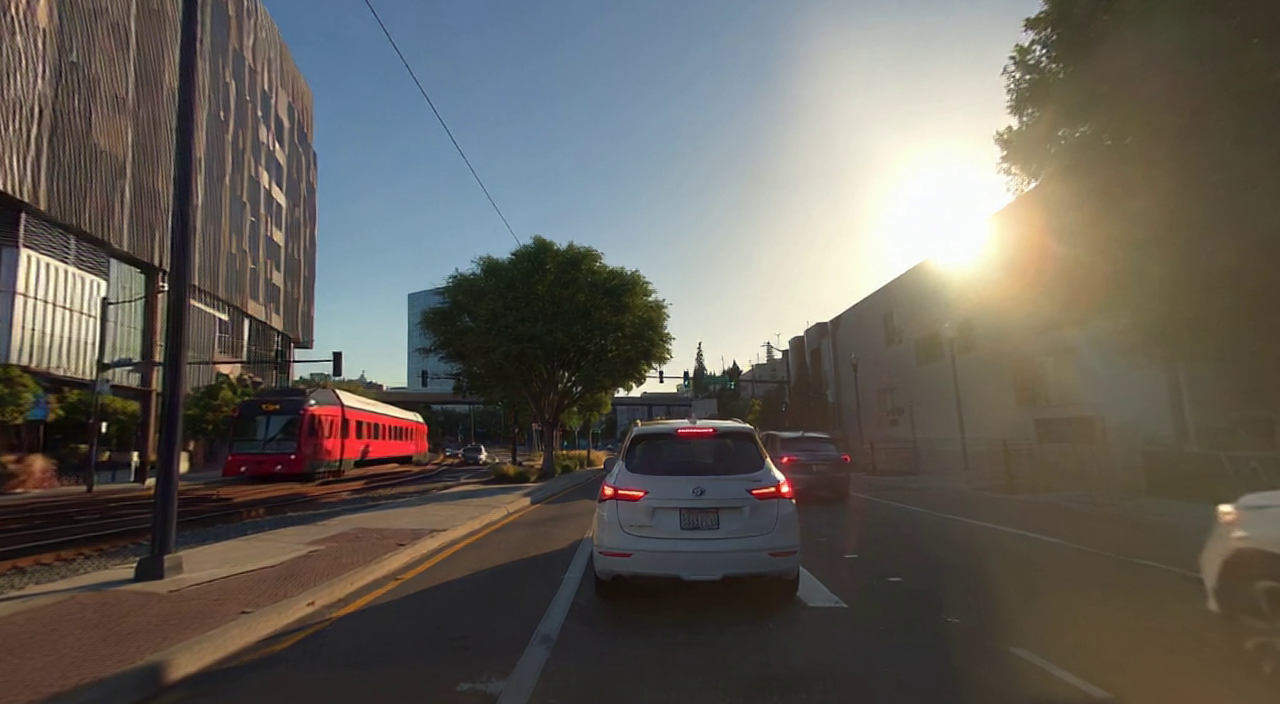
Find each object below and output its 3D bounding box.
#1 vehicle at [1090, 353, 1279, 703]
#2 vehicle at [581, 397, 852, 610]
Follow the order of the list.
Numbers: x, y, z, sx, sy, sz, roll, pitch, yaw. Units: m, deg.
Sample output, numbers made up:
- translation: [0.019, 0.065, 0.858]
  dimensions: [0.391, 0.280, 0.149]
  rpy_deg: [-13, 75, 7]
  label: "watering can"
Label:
- translation: [4.224, 0.691, 1.745]
  dimensions: [2.165, 1.760, 5.064]
  rpy_deg: [0, -9, 0]
  label: "vehicle"
- translation: [0.508, 1.519, 7.169]
  dimensions: [2.190, 1.684, 4.084]
  rpy_deg: [0, -9, -3]
  label: "vehicle"
